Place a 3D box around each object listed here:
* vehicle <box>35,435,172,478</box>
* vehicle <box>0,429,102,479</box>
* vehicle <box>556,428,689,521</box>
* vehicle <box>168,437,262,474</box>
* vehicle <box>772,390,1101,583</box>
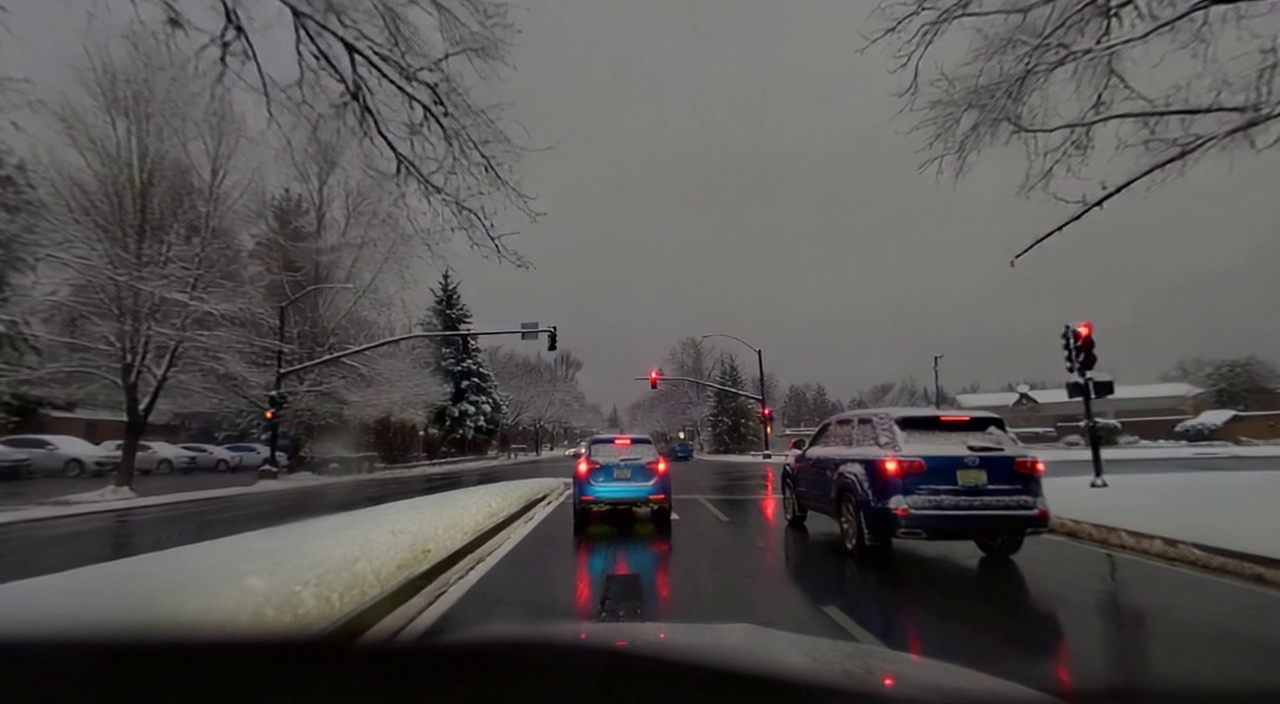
[{"bbox_3d":[-28.514,5.544,33.871,5.119,2.119,2.199,5,-9,-30],"label":"vehicle"},{"bbox_3d":[-28.895,4.748,29.510,5.285,2.200,2.387,4,-9,-32],"label":"vehicle"},{"bbox_3d":[-0.321,2.370,12.790,2.177,1.512,4.682,0,-9,-1],"label":"vehicle"},{"bbox_3d":[-28.423,6.902,42.341,4.943,2.110,2.217,3,-11,-39],"label":"vehicle"},{"bbox_3d":[3.192,1.564,8.069,2.046,1.768,4.370,0,-9,0],"label":"vehicle"}]
